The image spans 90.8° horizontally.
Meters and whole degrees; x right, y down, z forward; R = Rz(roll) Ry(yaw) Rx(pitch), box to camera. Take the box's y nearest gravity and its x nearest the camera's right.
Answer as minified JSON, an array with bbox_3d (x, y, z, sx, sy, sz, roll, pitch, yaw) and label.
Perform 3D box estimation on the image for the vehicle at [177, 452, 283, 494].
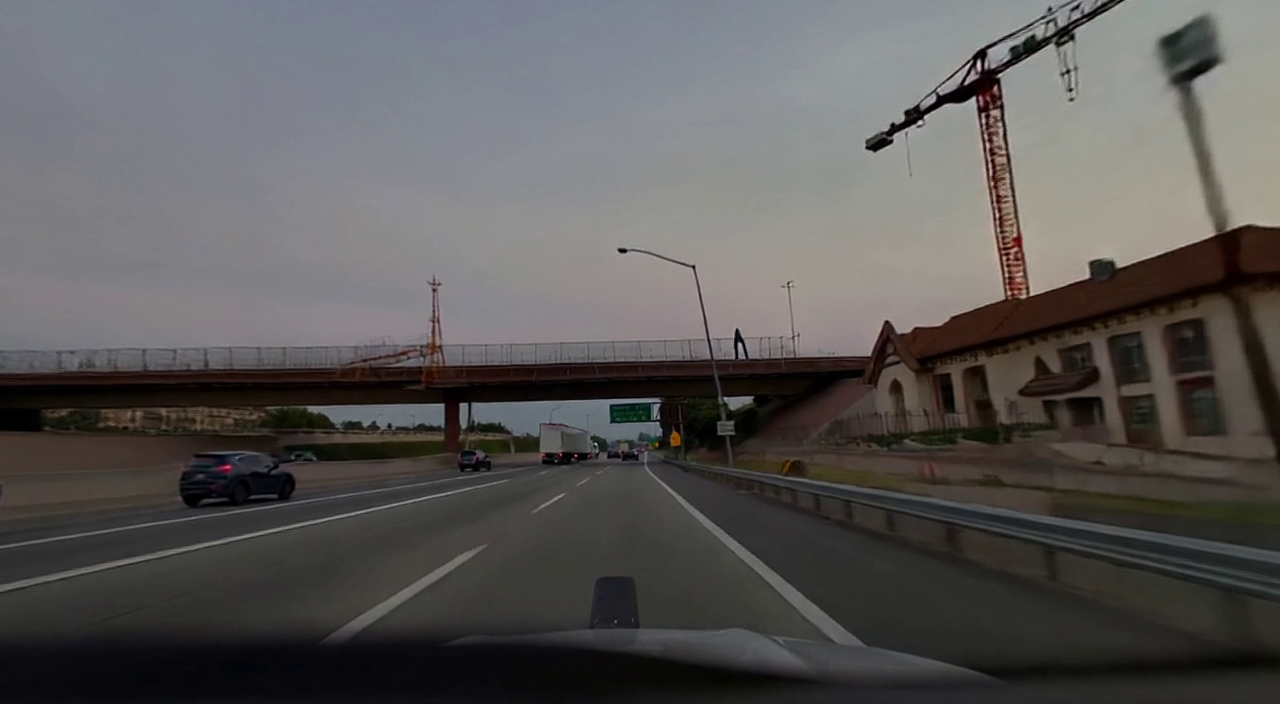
[{"bbox_3d":[-19.206,5.649,29.882,1.932,1.752,4.541,0,-9,0],"label":"vehicle"}]
